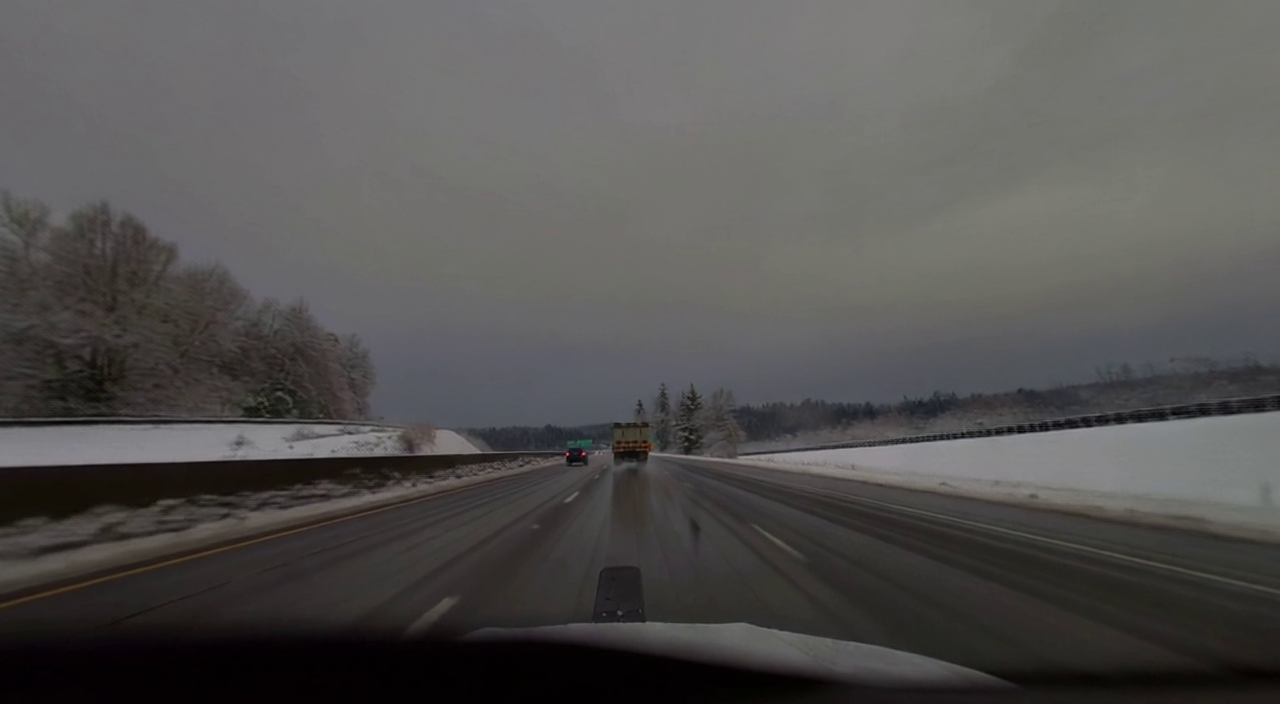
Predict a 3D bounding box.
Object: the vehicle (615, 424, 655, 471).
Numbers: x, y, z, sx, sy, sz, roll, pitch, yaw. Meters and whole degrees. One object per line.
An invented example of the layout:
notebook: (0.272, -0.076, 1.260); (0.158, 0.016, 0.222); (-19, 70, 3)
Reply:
vehicle: (-0.441, 6.855, 45.323); (2.672, 3.056, 6.900); (0, -9, -2)
